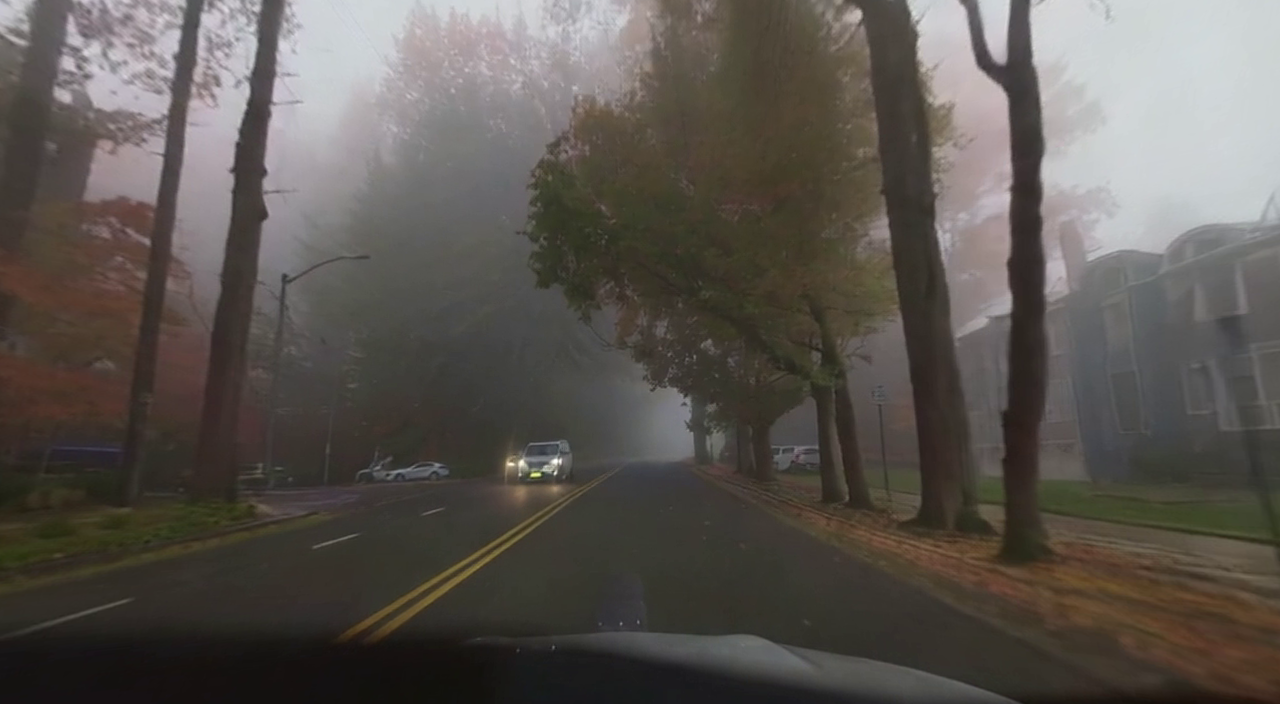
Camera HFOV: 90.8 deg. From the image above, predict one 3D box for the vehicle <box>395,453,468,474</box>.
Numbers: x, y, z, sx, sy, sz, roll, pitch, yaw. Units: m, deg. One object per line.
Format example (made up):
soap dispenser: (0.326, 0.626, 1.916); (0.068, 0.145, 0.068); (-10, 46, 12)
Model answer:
vehicle: (-15.154, 8.128, 45.982); (4.649, 1.423, 1.850); (-1, -9, 5)

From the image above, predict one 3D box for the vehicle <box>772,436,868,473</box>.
vehicle: (9.335, 5.359, 33.025); (4.385, 1.612, 2.070); (-4, -9, 4)

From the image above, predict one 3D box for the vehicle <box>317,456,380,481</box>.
vehicle: (-21.502, 8.594, 46.762); (2.052, 1.470, 4.633); (-7, -9, 6)

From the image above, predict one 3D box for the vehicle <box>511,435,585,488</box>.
vehicle: (-3.629, 4.467, 26.138); (2.275, 1.953, 5.423); (0, -9, 0)
